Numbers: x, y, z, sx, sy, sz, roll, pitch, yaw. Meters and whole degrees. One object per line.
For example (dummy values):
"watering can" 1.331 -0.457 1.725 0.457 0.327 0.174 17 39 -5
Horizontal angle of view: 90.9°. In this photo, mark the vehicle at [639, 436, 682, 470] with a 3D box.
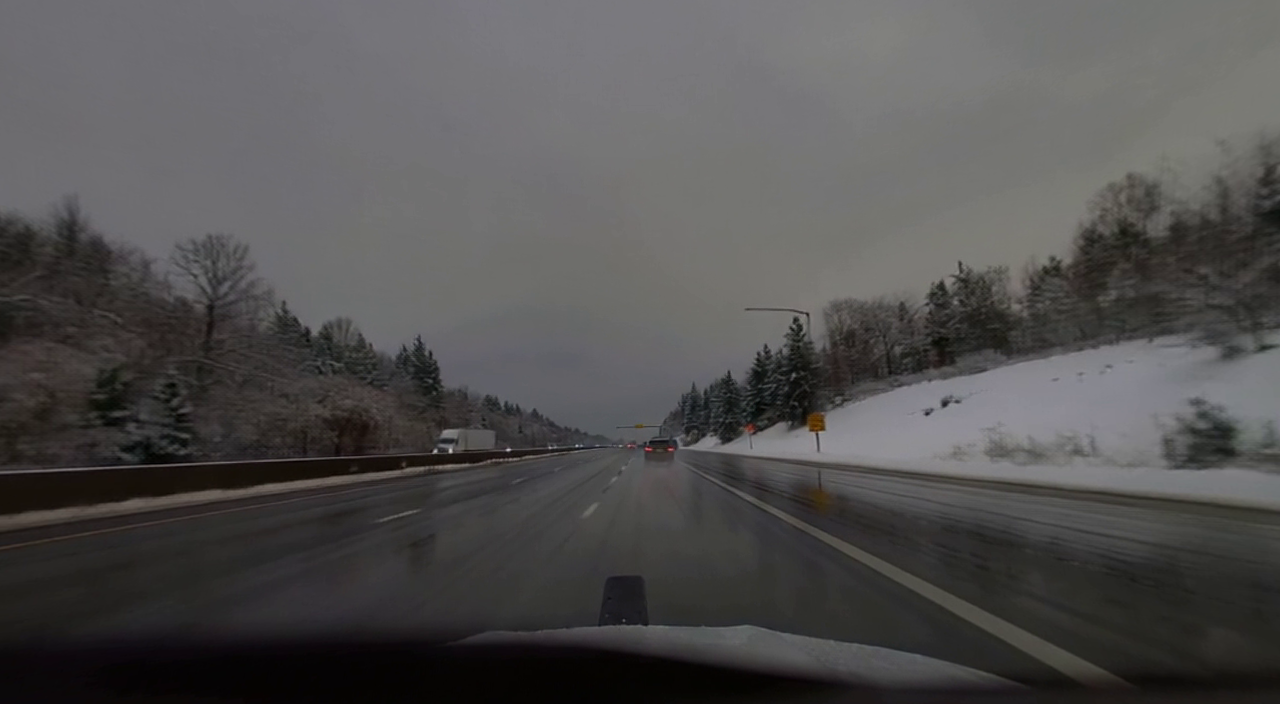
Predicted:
"vehicle" 1.109 5.676 35.732 2.260 1.766 4.348 0 -8 0
